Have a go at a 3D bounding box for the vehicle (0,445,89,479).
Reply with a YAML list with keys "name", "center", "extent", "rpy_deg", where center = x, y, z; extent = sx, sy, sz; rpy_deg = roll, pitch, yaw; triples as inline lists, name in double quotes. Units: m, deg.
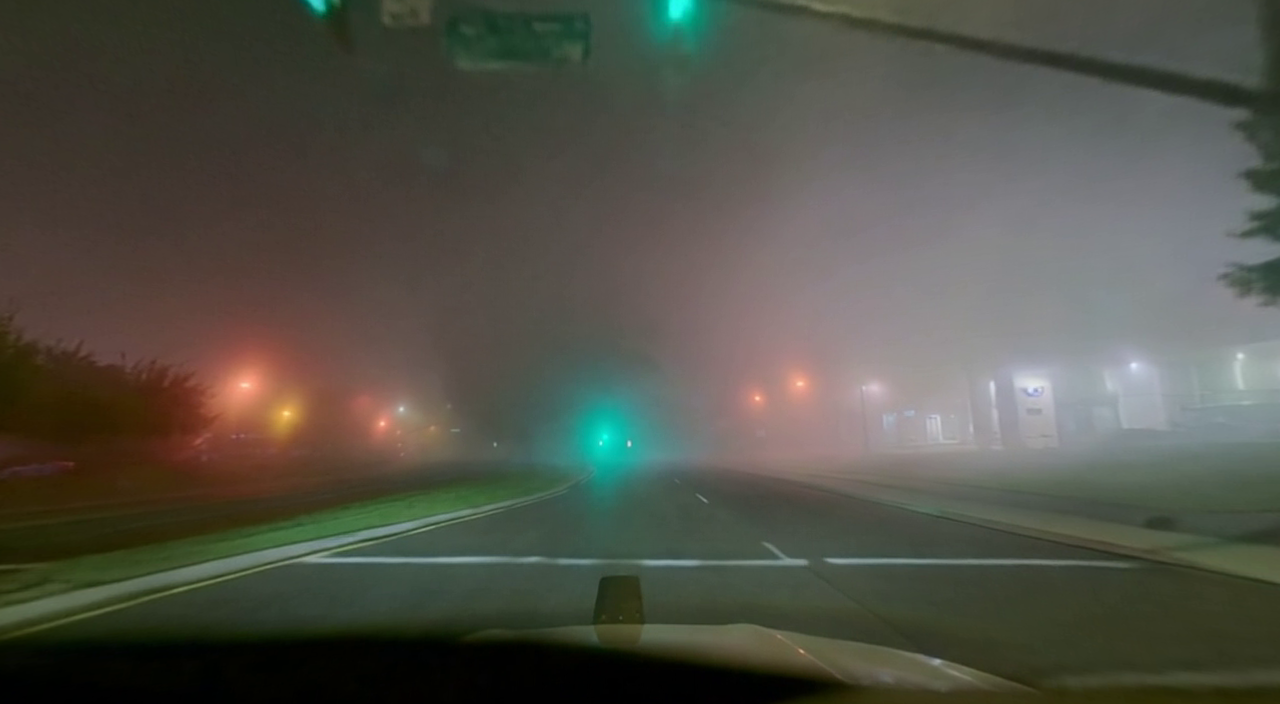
- name: "vehicle"
  center: [-29.067, 5.108, 29.388]
  extent: [4.652, 1.489, 1.992]
  rpy_deg: [0, -8, -2]
